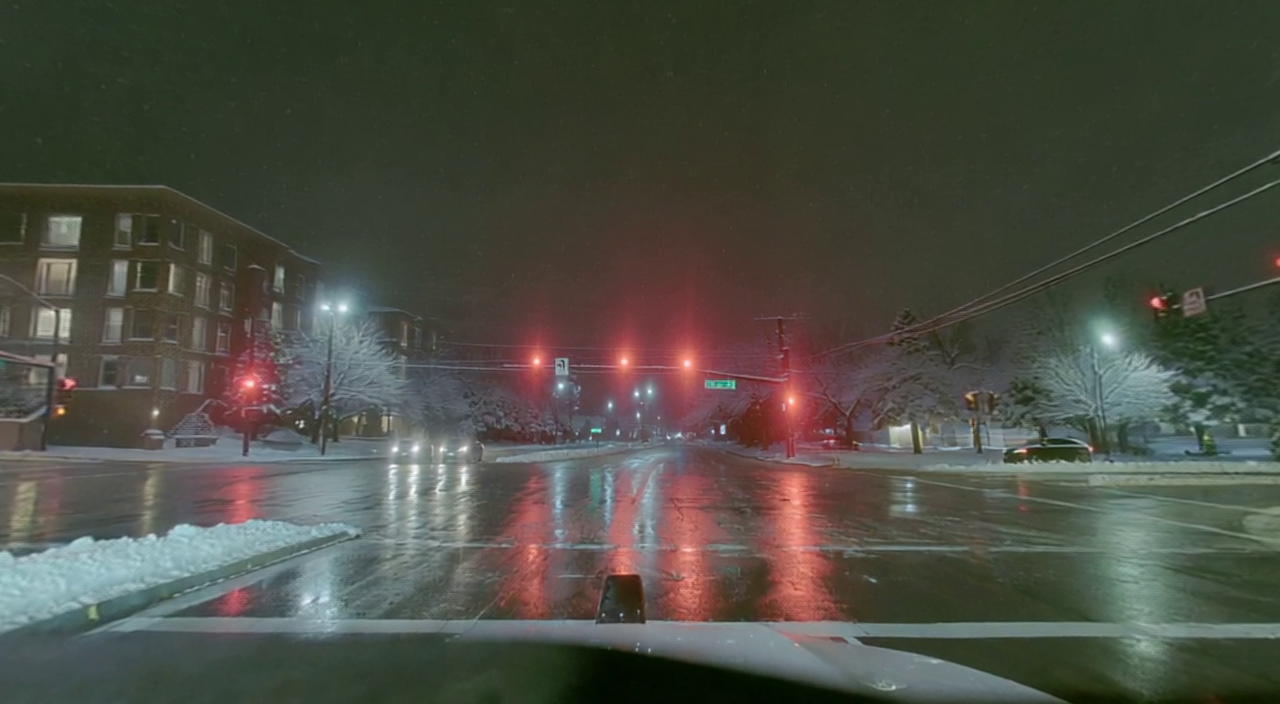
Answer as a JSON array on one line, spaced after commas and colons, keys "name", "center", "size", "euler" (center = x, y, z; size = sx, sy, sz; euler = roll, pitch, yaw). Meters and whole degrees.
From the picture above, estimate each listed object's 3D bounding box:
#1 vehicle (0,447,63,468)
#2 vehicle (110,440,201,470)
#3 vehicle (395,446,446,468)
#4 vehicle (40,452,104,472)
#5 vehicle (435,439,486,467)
[{"name": "vehicle", "center": [-45.245, 7.762, 46.619], "size": [1.858, 1.467, 3.624], "euler": [0, -8, 1]}, {"name": "vehicle", "center": [-34.892, 7.416, 45.752], "size": [2.204, 1.955, 5.518], "euler": [0, -8, 0]}, {"name": "vehicle", "center": [-15.490, 7.420, 44.809], "size": [2.056, 1.450, 4.343], "euler": [0, -8, 0]}, {"name": "vehicle", "center": [-41.585, 8.027, 46.335], "size": [1.552, 1.339, 3.340], "euler": [-1, -8, -1]}, {"name": "vehicle", "center": [-11.958, 6.762, 42.370], "size": [2.080, 1.763, 4.341], "euler": [0, -8, 1]}]
